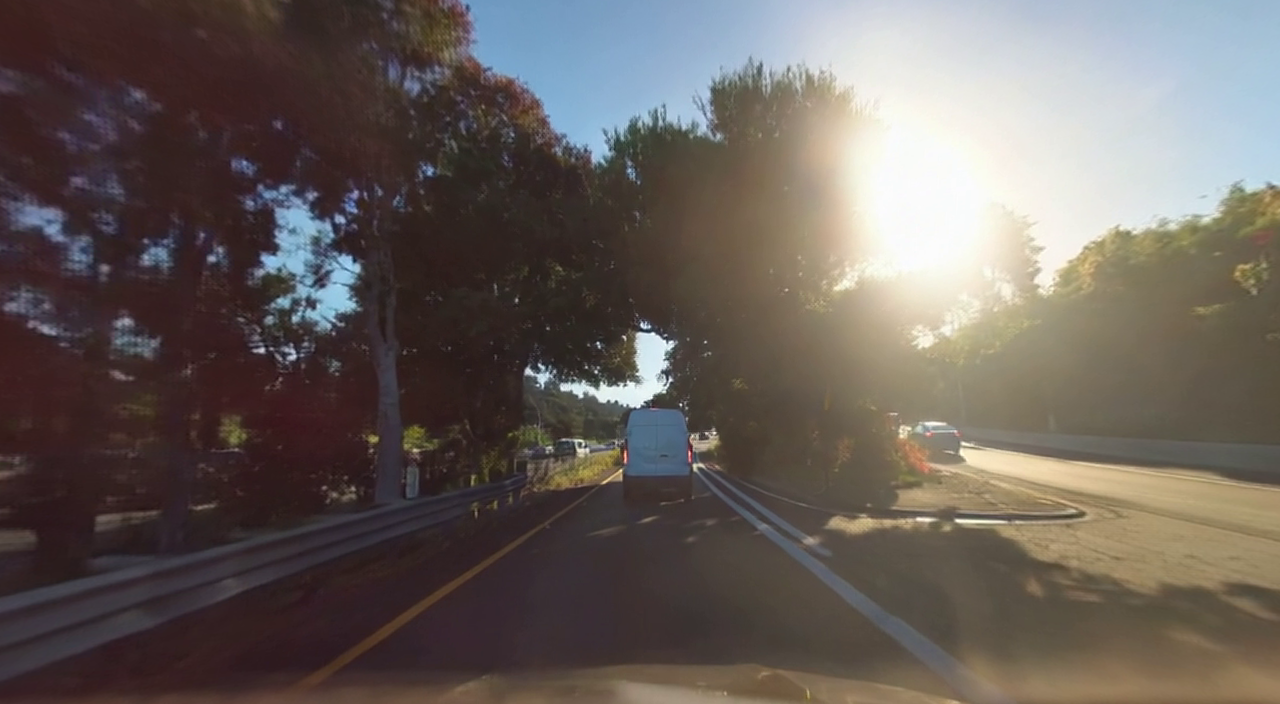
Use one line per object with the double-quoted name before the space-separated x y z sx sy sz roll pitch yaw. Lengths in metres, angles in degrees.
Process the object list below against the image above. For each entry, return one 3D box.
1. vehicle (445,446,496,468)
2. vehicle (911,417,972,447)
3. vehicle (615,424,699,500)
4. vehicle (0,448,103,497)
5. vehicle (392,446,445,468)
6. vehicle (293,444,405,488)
"vehicle" -11.727 7.288 43.967 1.918 1.451 4.668 -1 -9 4
"vehicle" 17.934 4.825 37.770 2.098 1.654 4.637 -2 -9 11
"vehicle" 0.435 3.045 17.773 2.043 1.821 4.558 -1 -8 0
"vehicle" -20.483 3.889 20.511 1.884 1.447 4.502 -1 -8 3
"vehicle" -15.765 7.482 45.133 1.825 1.437 4.692 -1 -8 4
"vehicle" -11.471 4.493 25.275 1.958 1.545 4.588 -1 -8 5
